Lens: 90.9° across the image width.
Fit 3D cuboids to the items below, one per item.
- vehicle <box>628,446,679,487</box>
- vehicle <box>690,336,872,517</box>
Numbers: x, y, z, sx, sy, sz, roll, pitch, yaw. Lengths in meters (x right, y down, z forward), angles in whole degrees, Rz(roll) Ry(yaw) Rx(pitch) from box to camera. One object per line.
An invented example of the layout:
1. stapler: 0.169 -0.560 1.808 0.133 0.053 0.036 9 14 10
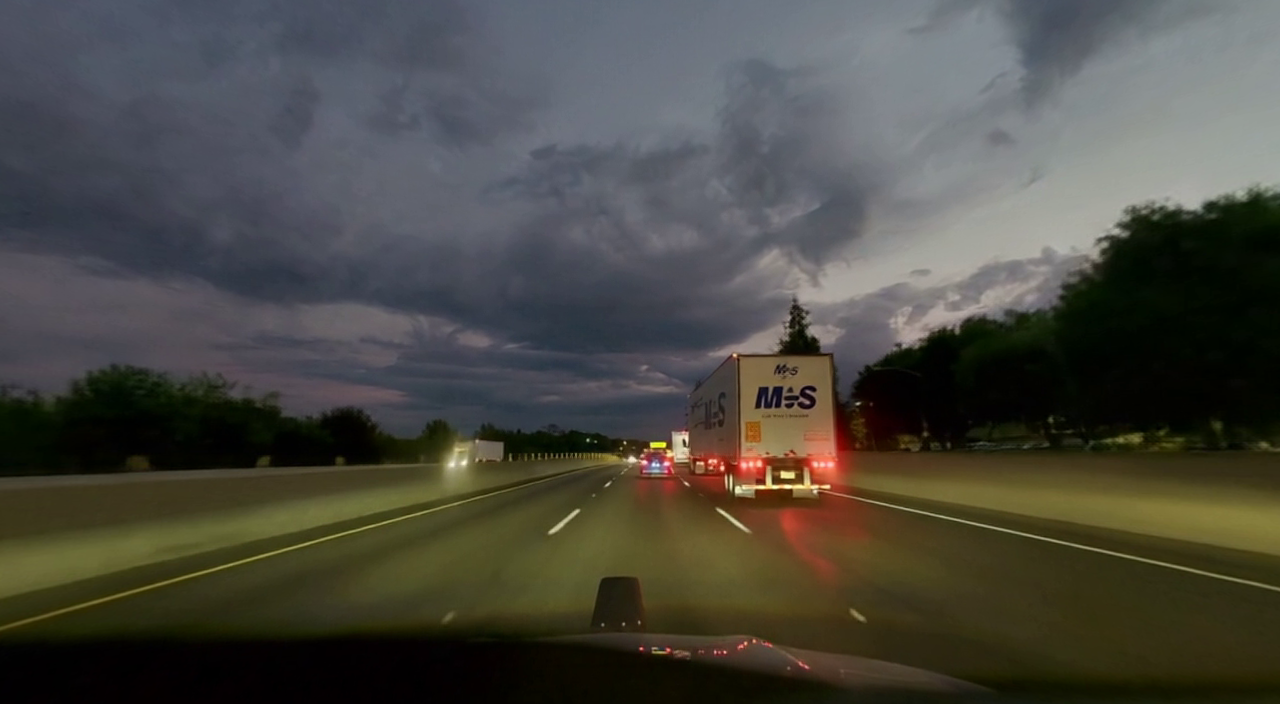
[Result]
1. vehicle: 0.581 5.049 28.086 2.121 1.642 3.828 0 -9 0
2. vehicle: 3.742 2.742 21.431 3.002 4.104 14.174 0 -9 0
